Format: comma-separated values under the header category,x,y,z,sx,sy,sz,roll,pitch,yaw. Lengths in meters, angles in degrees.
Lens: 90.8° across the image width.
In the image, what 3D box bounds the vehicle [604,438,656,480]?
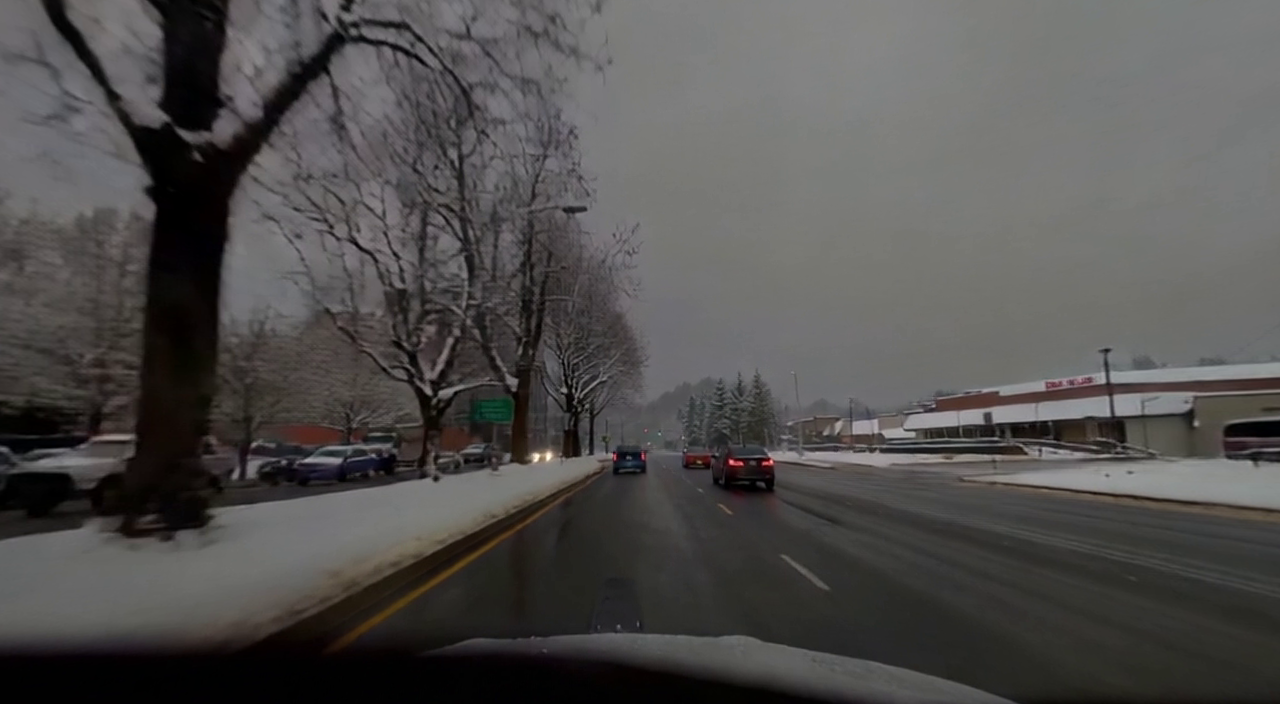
category,x,y,z,sx,sy,sz,roll,pitch,yaw
vehicle,-0.398,4.702,28.019,2.101,1.694,3.979,0,-9,0

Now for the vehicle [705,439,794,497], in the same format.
category,x,y,z,sx,sy,sz,roll,pitch,yaw
vehicle,3.068,3.341,18.546,1.852,1.498,3.825,0,-9,-1

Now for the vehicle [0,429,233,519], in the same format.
category,x,y,z,sx,sy,sz,roll,pitch,yaw
vehicle,-12.480,2.852,15.310,2.021,1.817,4.740,0,-9,0

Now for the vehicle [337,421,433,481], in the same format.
category,x,y,z,sx,sy,sz,roll,pitch,yaw
vehicle,-12.271,4.790,30.994,2.263,2.542,5.913,-2,-8,0

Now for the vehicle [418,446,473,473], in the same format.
category,x,y,z,sx,sy,sz,roll,pitch,yaw
vehicle,-11.933,6.620,39.150,2.048,1.470,4.514,-2,-8,-1

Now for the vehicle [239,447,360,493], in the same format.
category,x,y,z,sx,sy,sz,roll,pitch,yaw
vehicle,-12.165,4.203,22.974,1.923,1.502,4.422,0,-9,0

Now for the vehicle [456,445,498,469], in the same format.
category,x,y,z,sx,sy,sz,roll,pitch,yaw
vehicle,-12.215,7.883,47.699,2.002,1.686,4.477,-1,-8,0
